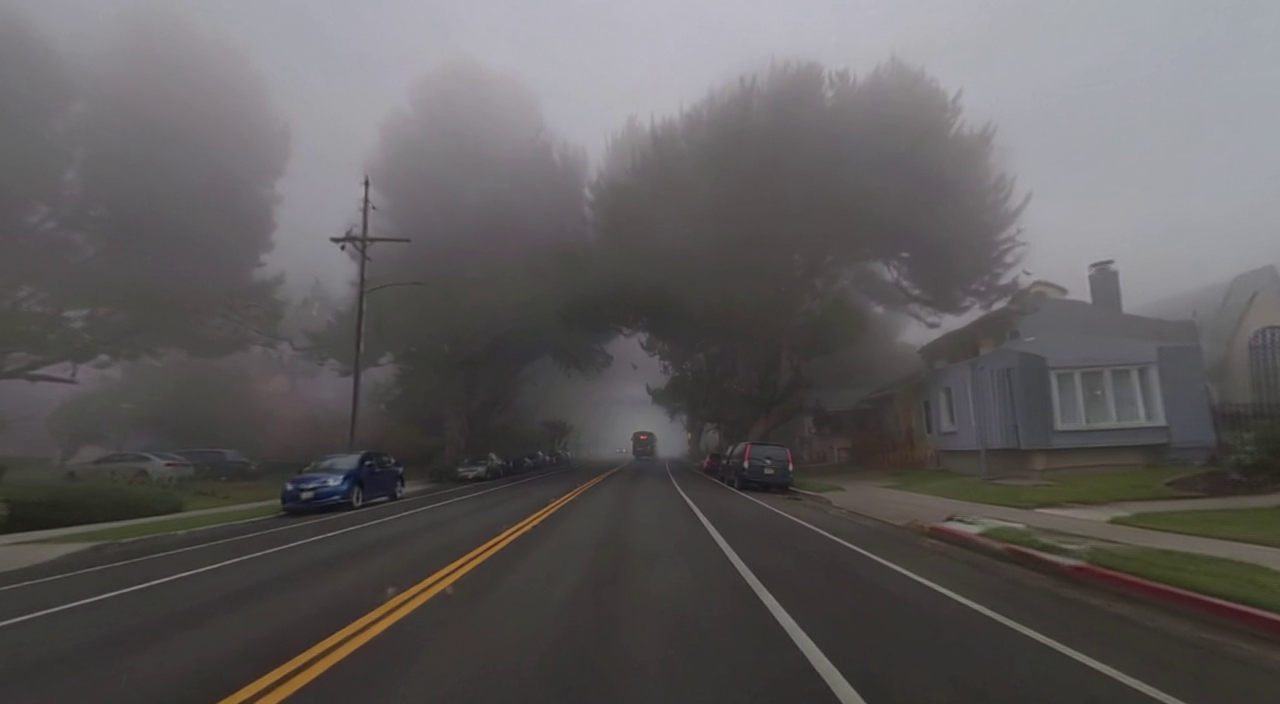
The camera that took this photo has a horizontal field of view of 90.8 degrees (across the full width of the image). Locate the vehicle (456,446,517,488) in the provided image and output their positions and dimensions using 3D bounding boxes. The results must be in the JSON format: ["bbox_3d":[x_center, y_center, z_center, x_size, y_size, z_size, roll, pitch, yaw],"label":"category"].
[{"bbox_3d":[-7.702,5.781,32.189,1.898,1.755,4.603,-5,-8,0],"label":"vehicle"}]

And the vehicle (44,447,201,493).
[{"bbox_3d":[-19.801,4.512,24.330,4.197,1.659,2.059,0,-8,0],"label":"vehicle"}]

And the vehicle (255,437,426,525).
[{"bbox_3d":[-7.945,3.398,17.472,2.094,1.840,5.450,-5,-8,0],"label":"vehicle"}]

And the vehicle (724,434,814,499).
[{"bbox_3d":[4.340,3.944,22.080,2.060,1.833,4.927,5,-9,1],"label":"vehicle"}]
